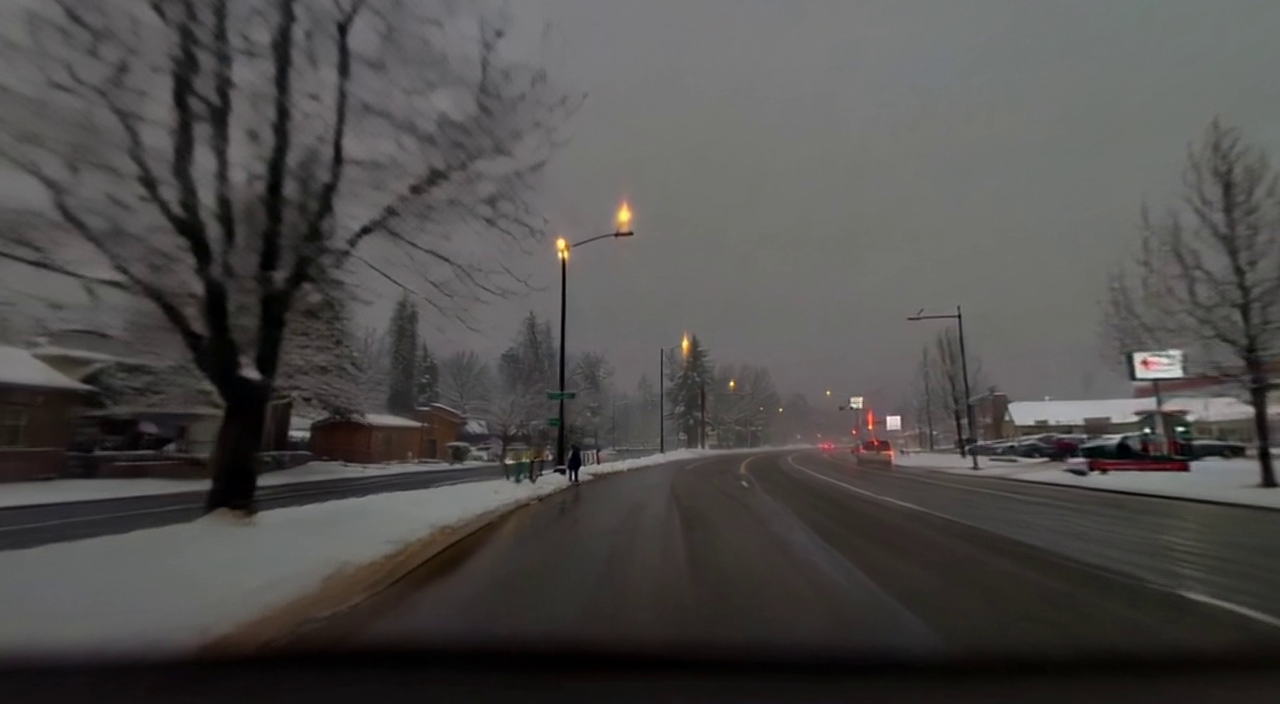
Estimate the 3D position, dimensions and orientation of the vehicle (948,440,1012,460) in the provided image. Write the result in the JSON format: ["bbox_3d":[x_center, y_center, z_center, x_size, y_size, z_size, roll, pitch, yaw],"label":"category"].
[{"bbox_3d":[26.244,7.567,48.913,1.843,1.455,4.558,2,-9,-11],"label":"vehicle"}]

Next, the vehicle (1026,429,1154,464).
[{"bbox_3d":[24.175,5.140,34.286,2.239,1.742,5.364,2,-9,-14],"label":"vehicle"}]

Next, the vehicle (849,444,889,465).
[{"bbox_3d":[17.441,7.799,48.273,2.099,1.464,4.615,-2,-9,10],"label":"vehicle"}]

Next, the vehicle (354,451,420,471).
[{"bbox_3d":[-19.942,8.562,49.781,4.520,1.439,1.919,-2,-9,14],"label":"vehicle"}]
